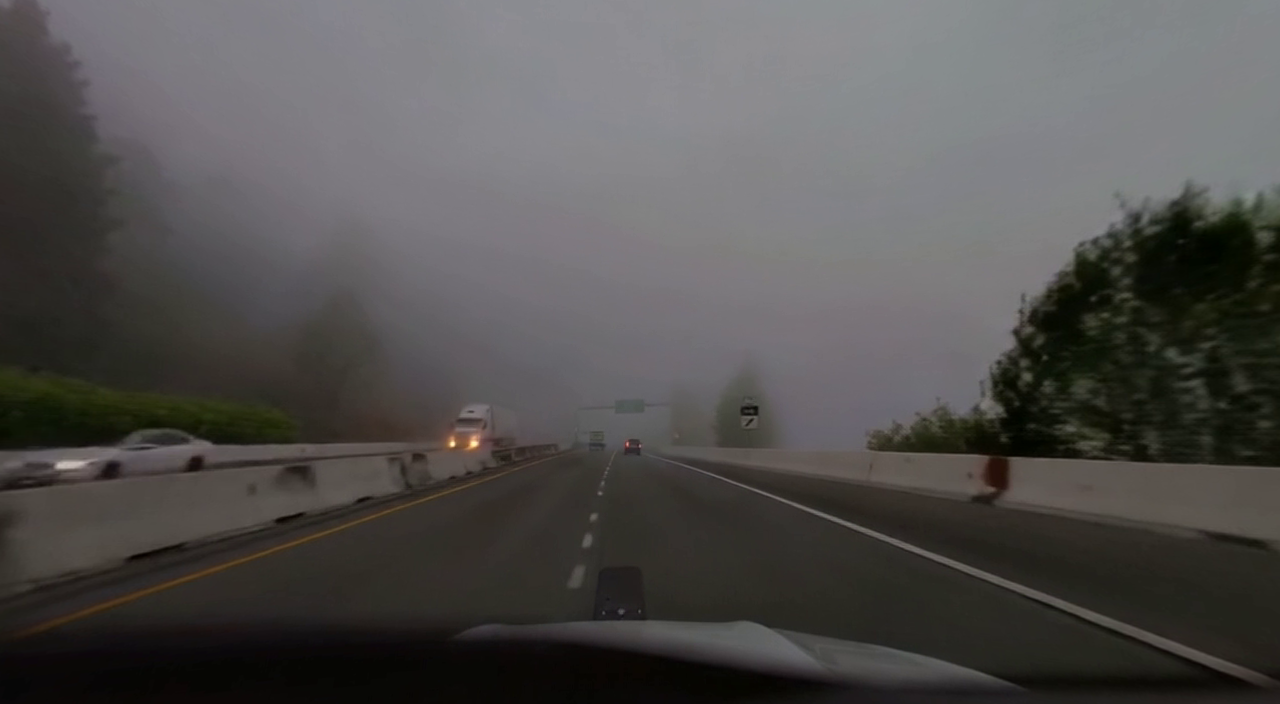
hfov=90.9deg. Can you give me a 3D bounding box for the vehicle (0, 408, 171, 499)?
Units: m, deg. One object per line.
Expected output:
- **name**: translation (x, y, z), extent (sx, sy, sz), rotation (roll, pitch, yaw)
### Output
- **vehicle**: translation (-12.662, 2.101, 13.339), extent (1.984, 1.639, 4.528), rotation (0, -8, -1)
